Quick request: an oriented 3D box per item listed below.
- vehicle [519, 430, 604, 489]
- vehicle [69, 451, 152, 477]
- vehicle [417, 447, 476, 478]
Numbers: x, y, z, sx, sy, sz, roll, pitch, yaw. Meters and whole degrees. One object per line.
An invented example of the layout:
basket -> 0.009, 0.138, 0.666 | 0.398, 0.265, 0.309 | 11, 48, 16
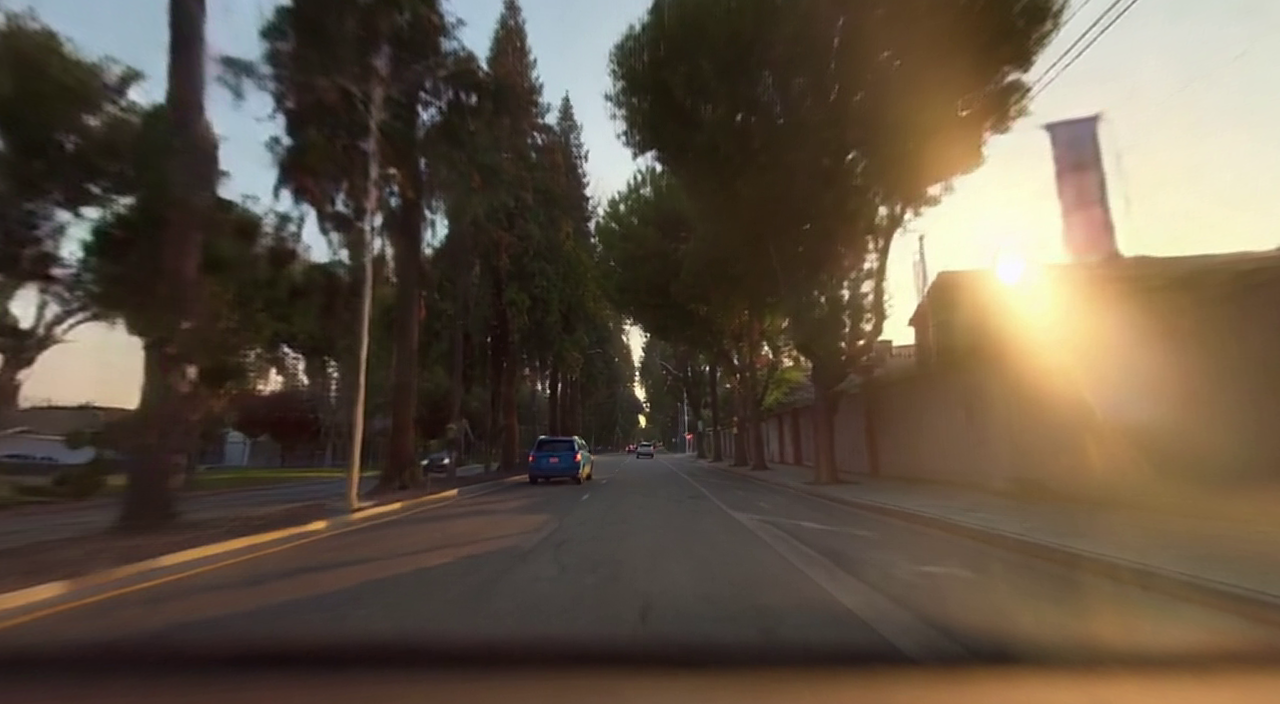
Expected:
vehicle -> -2.608, 3.757, 22.216 | 2.281, 1.837, 4.845 | 0, -9, 2
vehicle -> -34.651, 7.308, 41.233 | 1.926, 1.637, 3.948 | 0, -9, -1
vehicle -> -10.646, 6.101, 34.893 | 1.876, 1.590, 4.060 | -1, -9, 2
